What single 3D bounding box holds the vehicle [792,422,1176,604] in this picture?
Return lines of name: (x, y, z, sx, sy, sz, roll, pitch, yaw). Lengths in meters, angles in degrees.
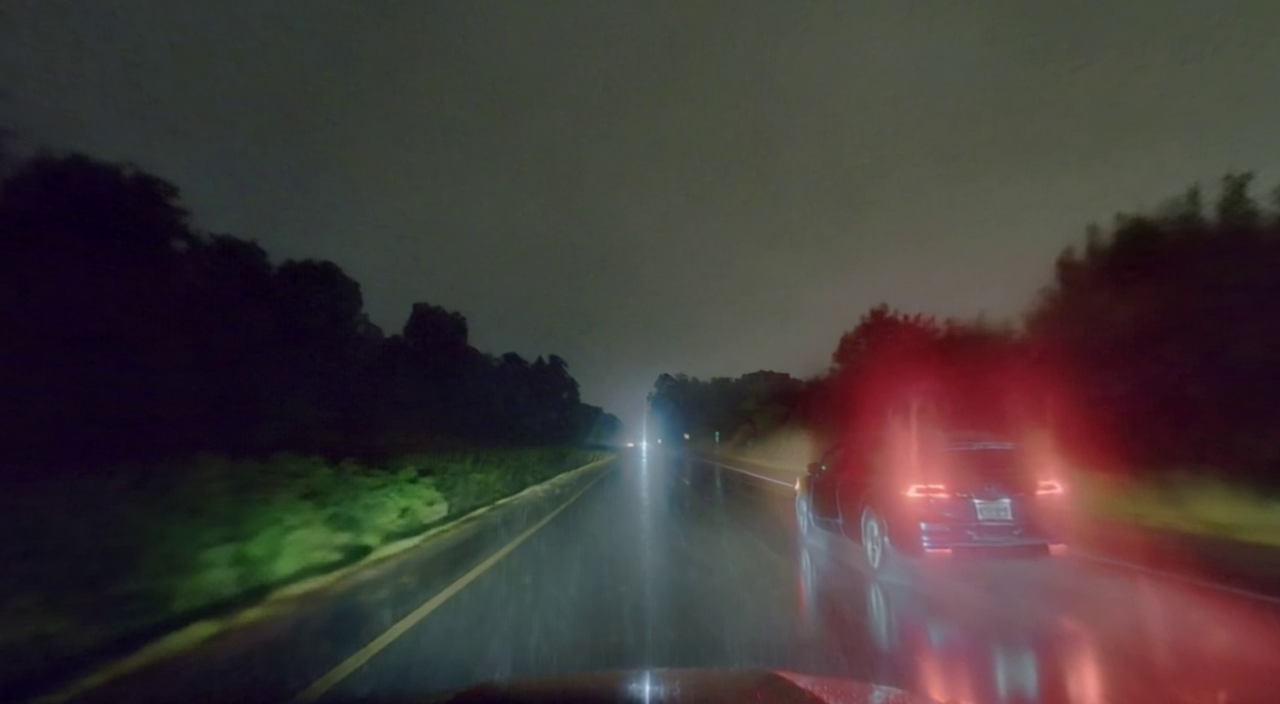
vehicle: (3.380, 1.660, 7.478, 2.003, 1.466, 4.441, 0, -8, 0)
